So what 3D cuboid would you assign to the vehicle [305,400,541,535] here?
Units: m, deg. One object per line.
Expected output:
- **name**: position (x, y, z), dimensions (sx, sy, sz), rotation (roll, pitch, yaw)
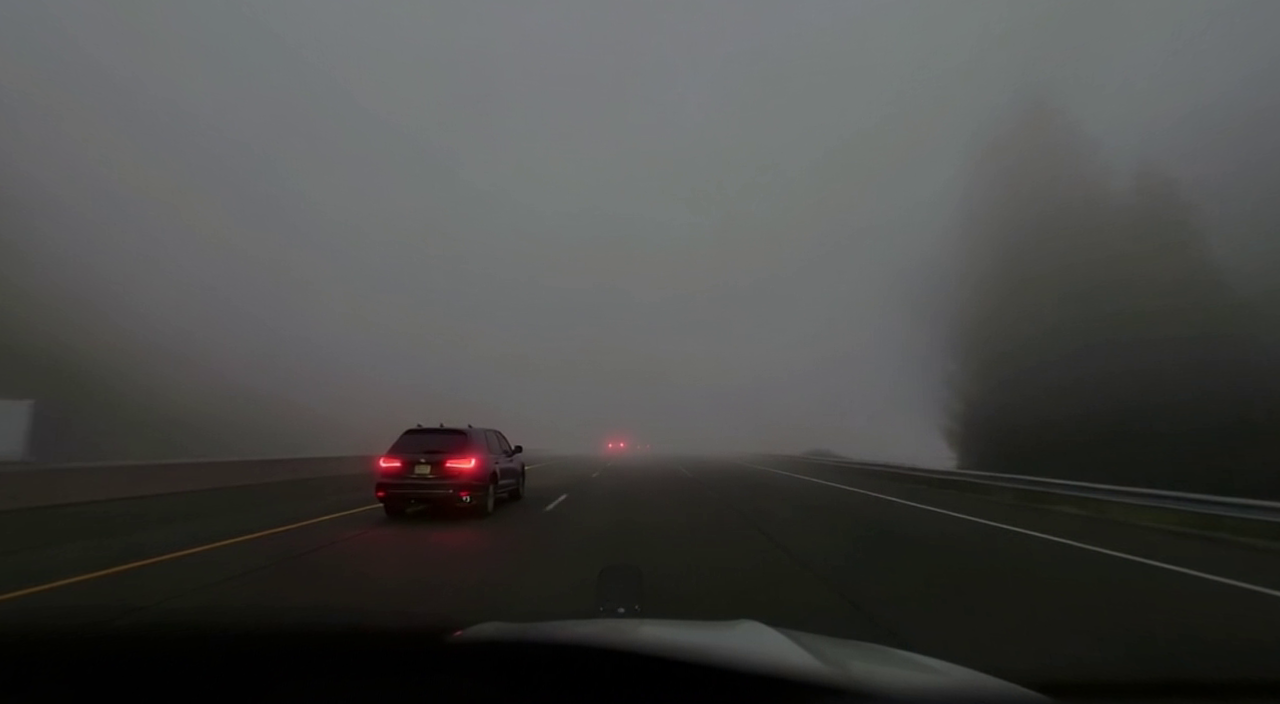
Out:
- **vehicle**: position (-3.558, 2.061, 11.875), dimensions (2.379, 1.918, 5.504), rotation (0, -8, 1)
